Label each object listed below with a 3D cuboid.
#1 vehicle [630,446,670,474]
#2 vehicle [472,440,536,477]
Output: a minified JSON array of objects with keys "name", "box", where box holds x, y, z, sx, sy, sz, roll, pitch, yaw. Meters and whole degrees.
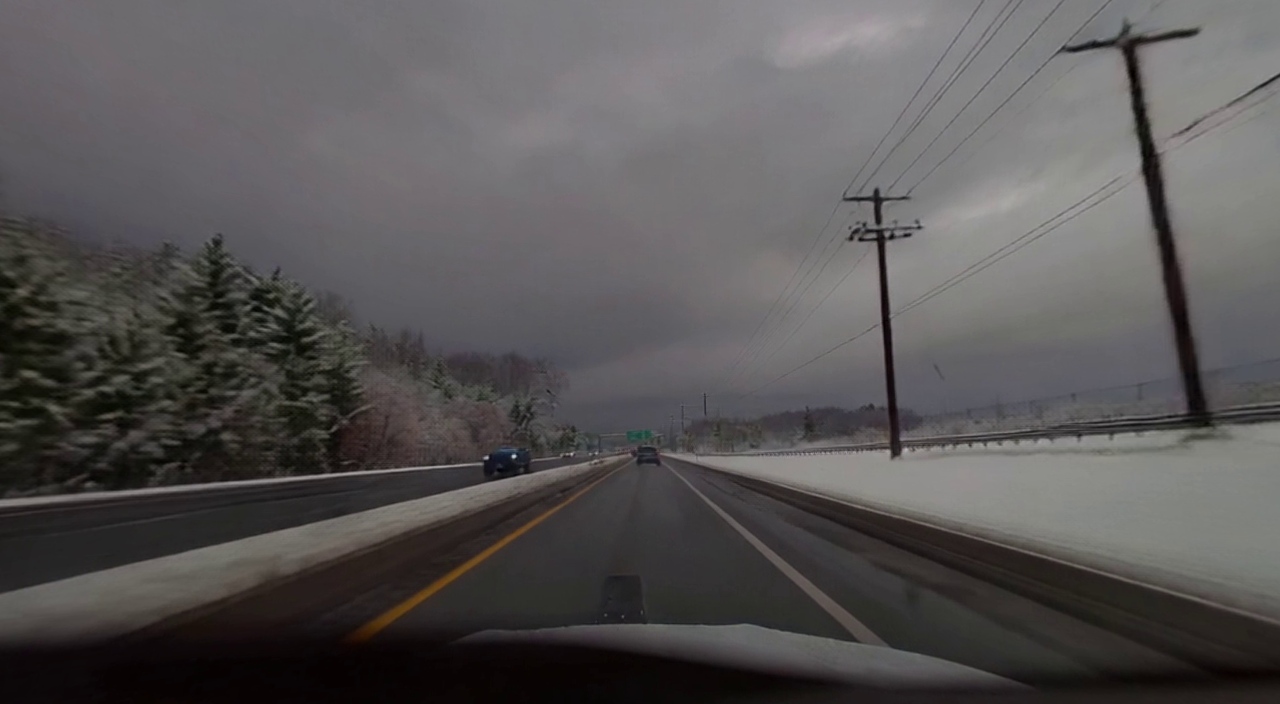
[{"name":"vehicle","box":[0.515,6.014,35.264,2.080,1.486,3.813,0,-9,0]},{"name":"vehicle","box":[-6.783,5.381,31.987,2.145,1.740,4.433,0,-9,1]}]
